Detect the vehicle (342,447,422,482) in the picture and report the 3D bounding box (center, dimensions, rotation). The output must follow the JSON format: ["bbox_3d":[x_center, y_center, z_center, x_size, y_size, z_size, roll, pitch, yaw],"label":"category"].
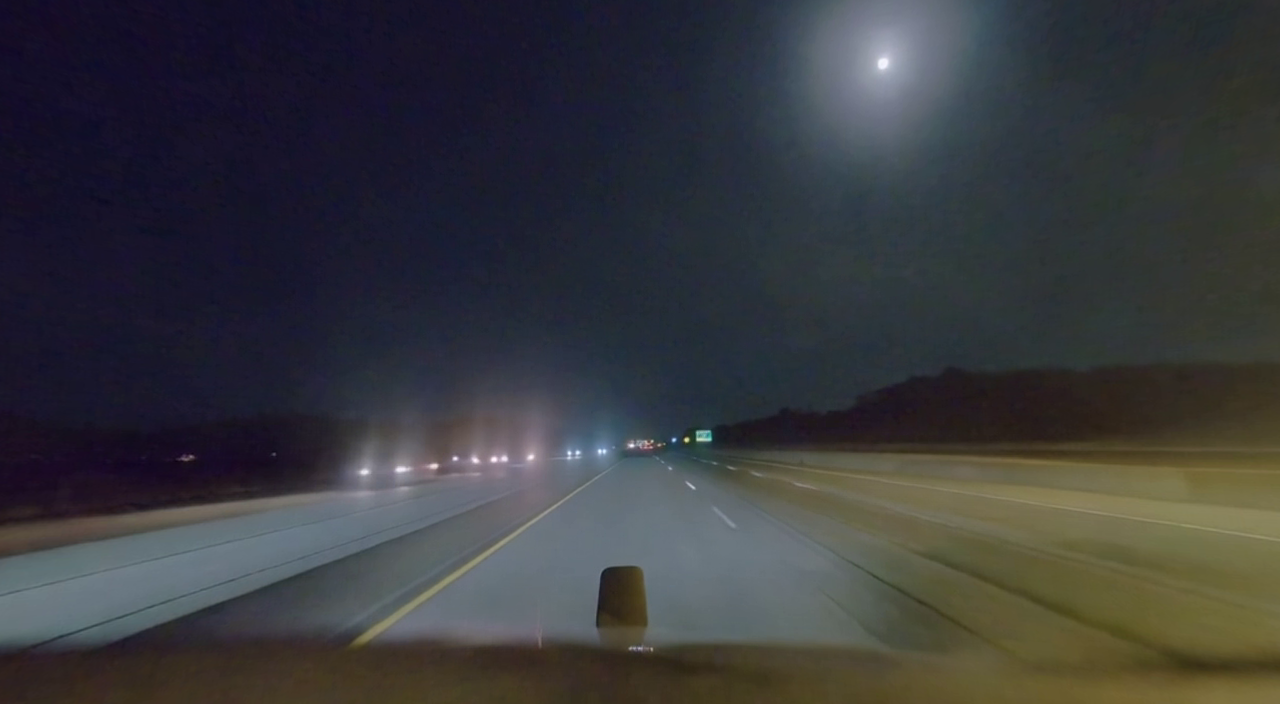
[{"bbox_3d":[-14.379,6.270,35.578,2.340,1.786,5.003,0,-8,1],"label":"vehicle"}]
